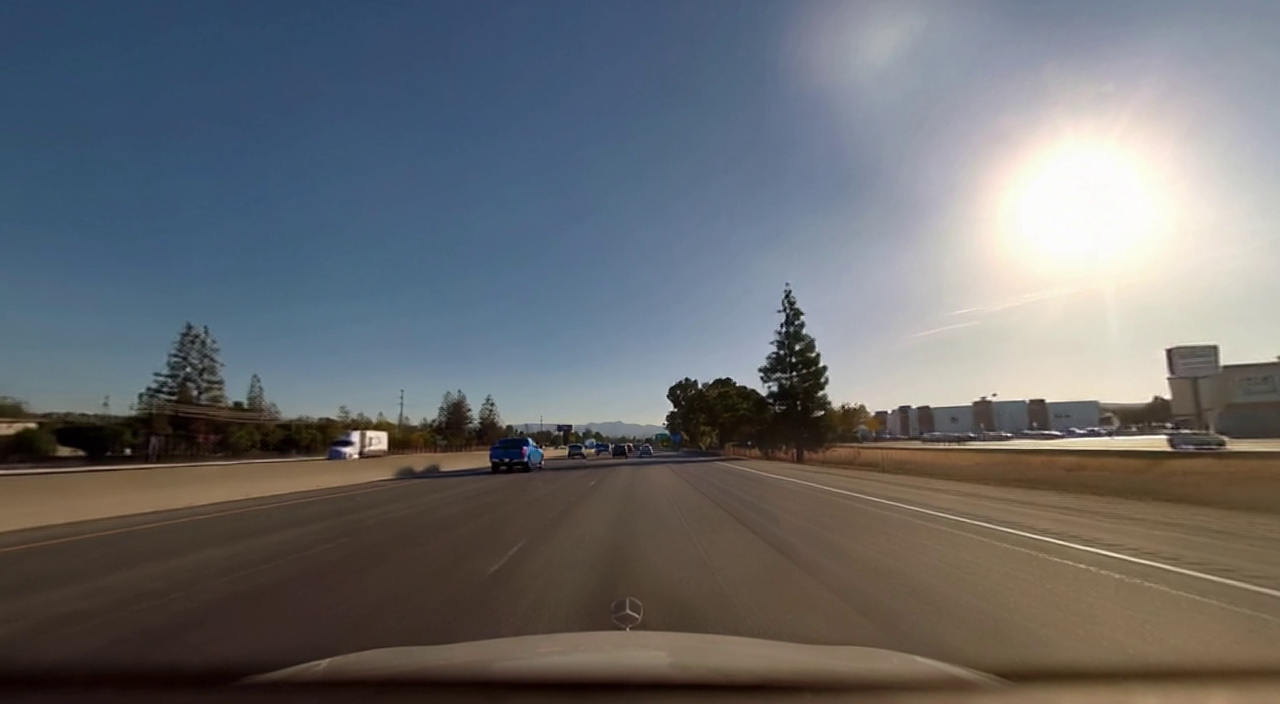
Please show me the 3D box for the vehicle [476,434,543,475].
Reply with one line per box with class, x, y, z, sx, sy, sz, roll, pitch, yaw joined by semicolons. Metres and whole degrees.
vehicle;-6.622;5.295;32.755;2.156;1.911;5.956;0;-8;0
